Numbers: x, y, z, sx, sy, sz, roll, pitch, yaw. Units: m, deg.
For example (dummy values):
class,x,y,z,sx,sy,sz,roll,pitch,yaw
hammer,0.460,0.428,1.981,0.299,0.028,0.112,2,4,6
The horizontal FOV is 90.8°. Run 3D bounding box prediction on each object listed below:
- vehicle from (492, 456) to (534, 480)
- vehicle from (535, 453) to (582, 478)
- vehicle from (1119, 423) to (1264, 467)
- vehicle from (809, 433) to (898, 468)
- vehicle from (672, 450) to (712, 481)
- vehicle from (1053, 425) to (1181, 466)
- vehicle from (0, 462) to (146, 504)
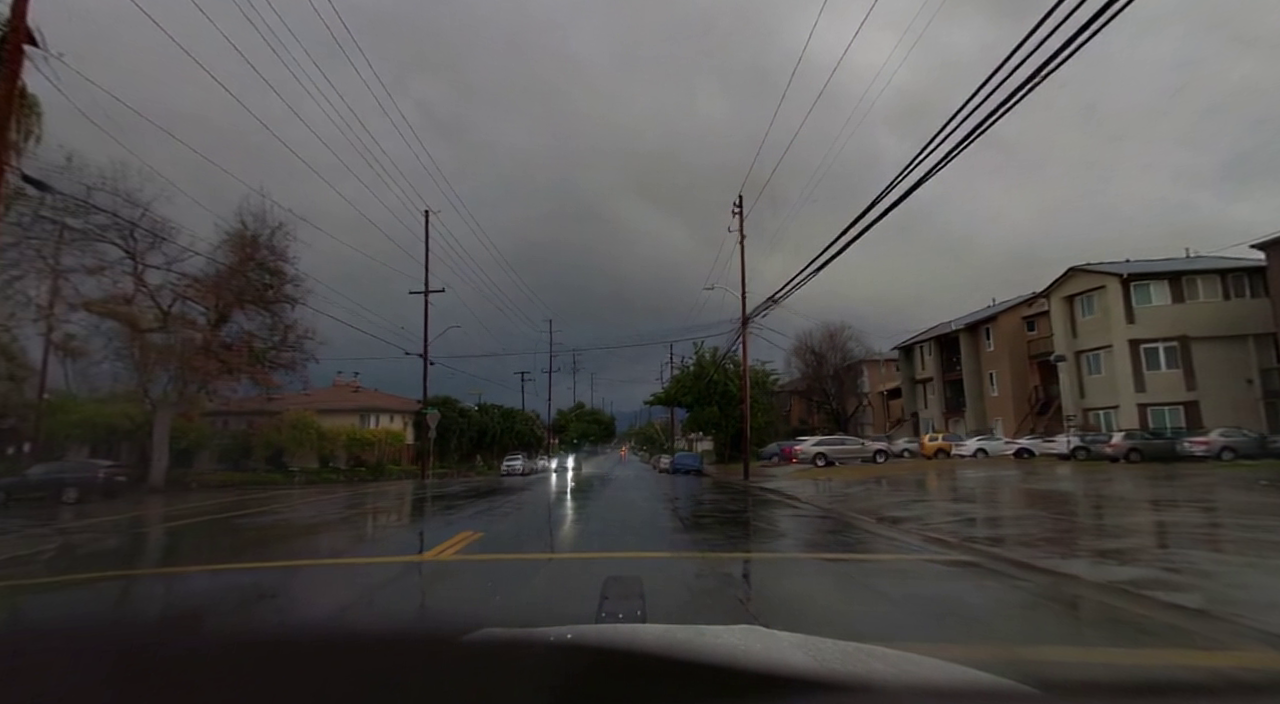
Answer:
class,x,y,z,sx,sy,sz,roll,pitch,yaw
vehicle,-8.670,7.945,43.528,2.066,1.472,4.353,0,-8,-1
vehicle,-5.285,7.414,41.560,2.179,1.494,4.523,-1,-8,4
vehicle,22.331,3.812,25.710,4.002,1.505,2.061,-2,-10,-5
vehicle,11.133,5.107,32.842,4.509,1.664,1.981,6,-10,-34
vehicle,3.160,7.031,39.418,1.993,1.755,4.256,0,-8,-2
vehicle,21.978,4.300,29.355,4.320,1.673,1.957,-2,-5,24
vehicle,-22.322,5.070,24.655,4.424,1.486,1.814,0,-8,-2
